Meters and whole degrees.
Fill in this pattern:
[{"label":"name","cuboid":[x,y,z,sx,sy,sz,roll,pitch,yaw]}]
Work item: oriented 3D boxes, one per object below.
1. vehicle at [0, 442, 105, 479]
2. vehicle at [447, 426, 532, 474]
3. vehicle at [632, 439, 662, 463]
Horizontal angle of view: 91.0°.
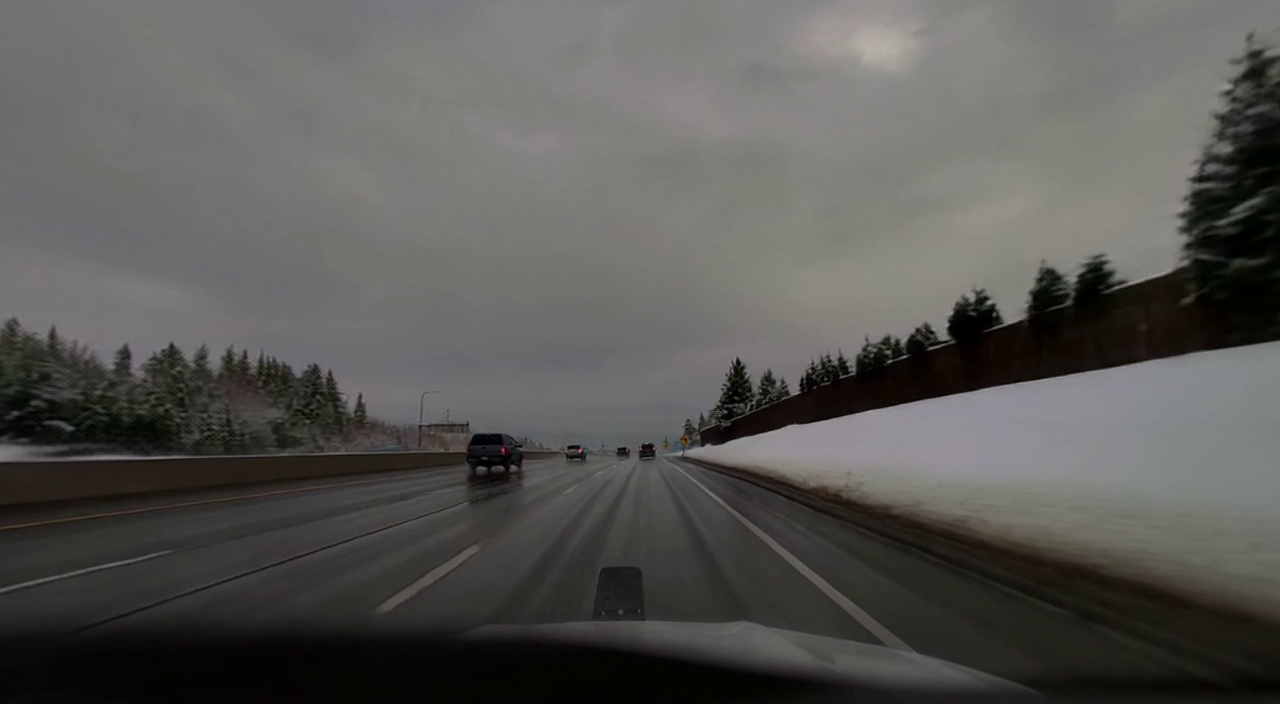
[{"label":"vehicle","cuboid":[-28.583,5.096,29.942,1.993,1.606,4.790,0,-8,0]},{"label":"vehicle","cuboid":[-6.639,4.419,28.622,2.438,1.967,5.596,0,-8,1]},{"label":"vehicle","cuboid":[0.546,7.392,47.310,2.141,1.706,4.065,0,-8,0]}]
